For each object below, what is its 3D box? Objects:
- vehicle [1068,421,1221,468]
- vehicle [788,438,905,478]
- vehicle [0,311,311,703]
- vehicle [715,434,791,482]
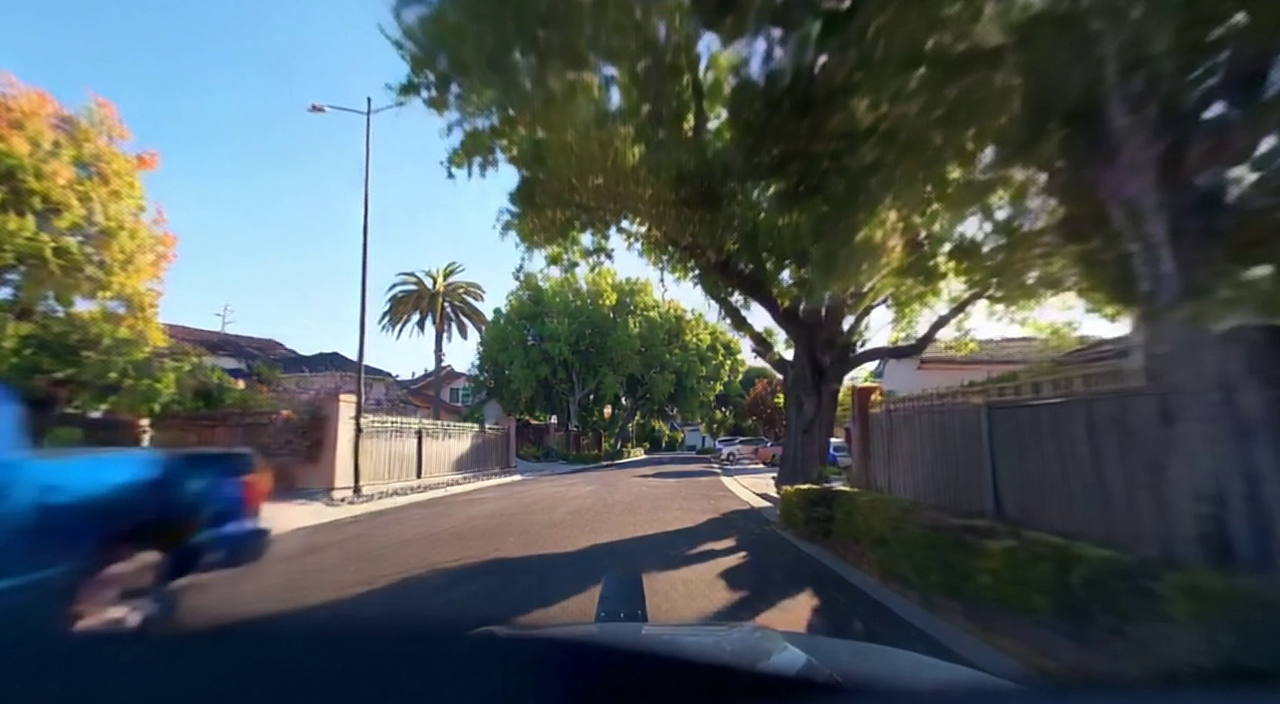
[{"bbox_3d":[18.523,3.397,23.400,3.903,1.592,1.921,-1,-7,12],"label":"vehicle"},{"bbox_3d":[8.293,4.255,25.619,4.057,1.483,1.828,0,-7,-2],"label":"vehicle"},{"bbox_3d":[-4.349,0.708,2.508,2.274,2.008,6.986,0,-8,1],"label":"vehicle"},{"bbox_3d":[4.228,4.053,24.424,2.051,1.676,4.497,0,-8,-1],"label":"vehicle"}]
